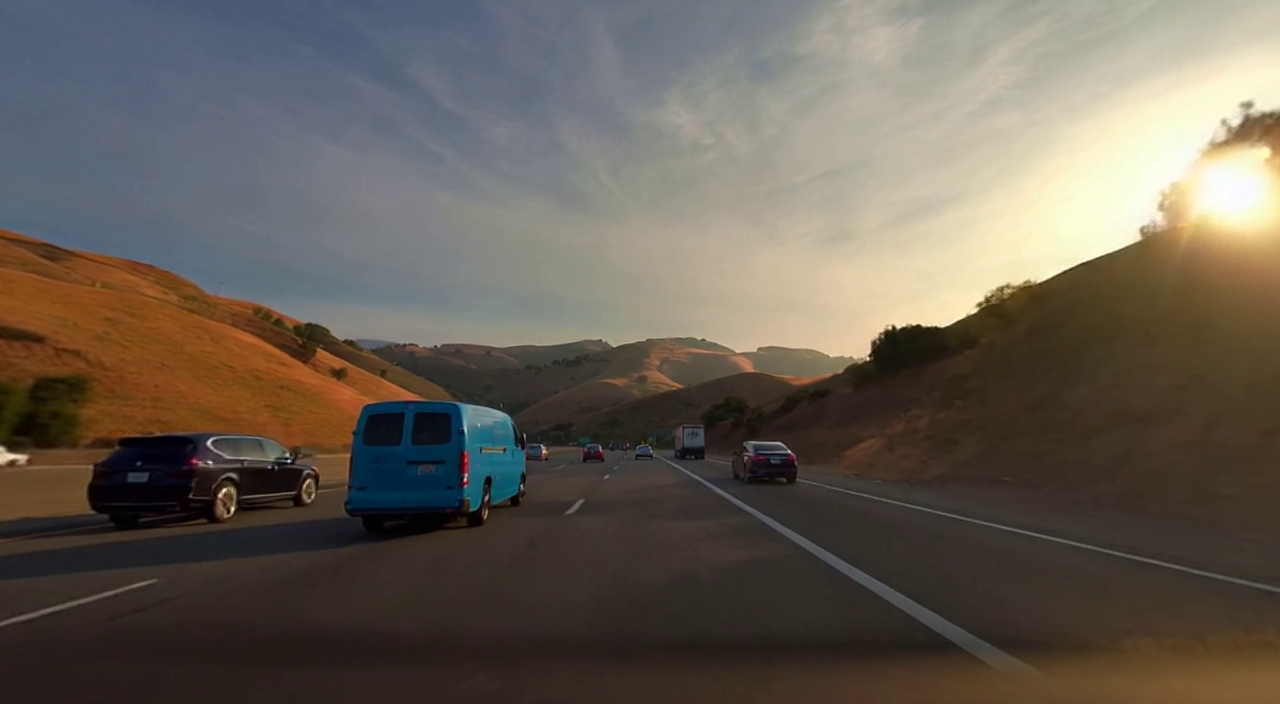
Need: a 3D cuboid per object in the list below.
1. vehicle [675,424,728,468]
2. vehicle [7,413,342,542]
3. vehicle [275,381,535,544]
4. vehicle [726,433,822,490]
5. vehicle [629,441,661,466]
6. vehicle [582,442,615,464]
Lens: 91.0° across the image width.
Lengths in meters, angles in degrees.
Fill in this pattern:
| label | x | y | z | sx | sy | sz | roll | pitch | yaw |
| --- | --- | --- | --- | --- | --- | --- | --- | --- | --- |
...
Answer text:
| label | x | y | z | sx | sy | sz | roll | pitch | yaw |
| --- | --- | --- | --- | --- | --- | --- | --- | --- | --- |
| vehicle | 4.085 | 6.471 | 43.314 | 2.877 | 2.730 | 7.831 | 0 | -9 | 0 |
| vehicle | -7.447 | 2.068 | 10.992 | 2.054 | 1.715 | 4.928 | 0 | -9 | 0 |
| vehicle | -3.669 | 1.937 | 11.492 | 2.421 | 2.203 | 5.775 | 0 | -9 | 1 |
| vehicle | 4.072 | 3.416 | 19.867 | 2.051 | 1.598 | 4.145 | 0 | -9 | -1 |
| vehicle | 0.309 | 6.659 | 41.232 | 2.014 | 1.543 | 3.804 | 0 | -9 | 0 |
| vehicle | -3.094 | 7.669 | 47.952 | 2.138 | 1.581 | 4.340 | 0 | -9 | 1 |
